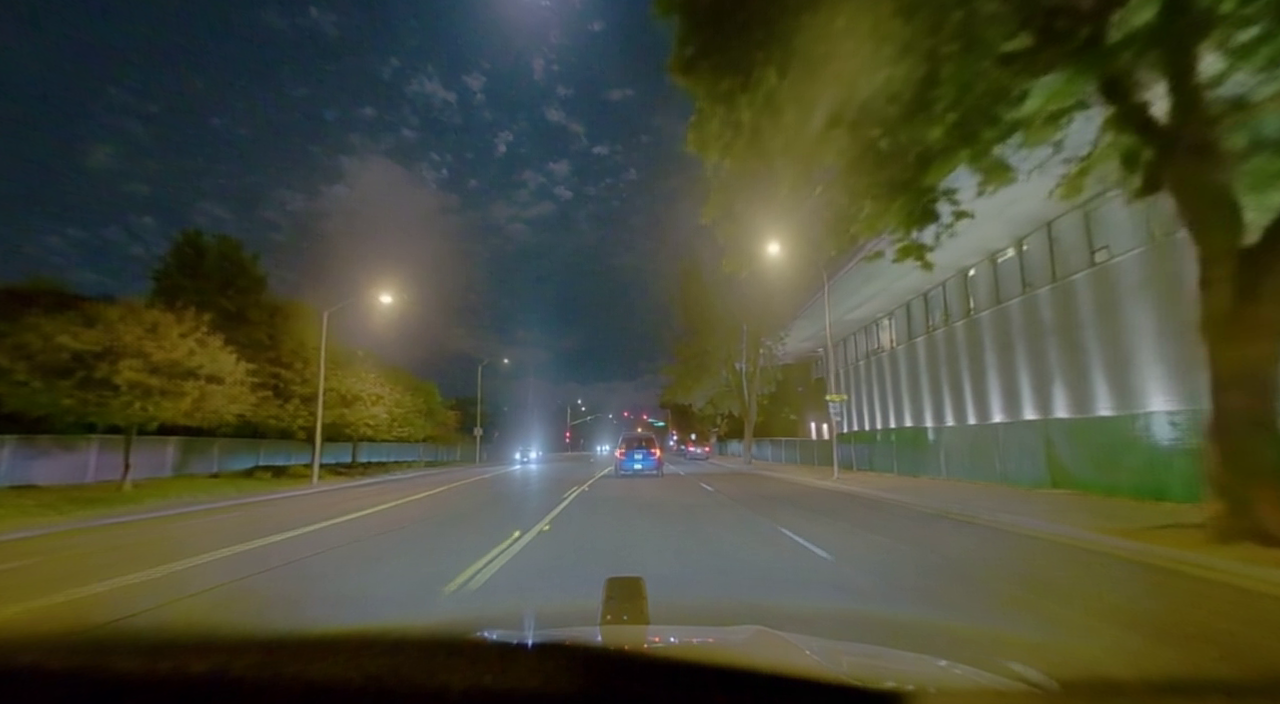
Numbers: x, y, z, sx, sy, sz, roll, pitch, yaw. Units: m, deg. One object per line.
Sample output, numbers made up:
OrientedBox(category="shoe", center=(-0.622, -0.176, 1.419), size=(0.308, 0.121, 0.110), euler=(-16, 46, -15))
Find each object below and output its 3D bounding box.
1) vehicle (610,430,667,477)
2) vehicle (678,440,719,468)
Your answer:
OrientedBox(category="vehicle", center=(-0.066, 4.648, 28.973), size=(2.386, 1.947, 4.168), euler=(0, -9, 0))
OrientedBox(category="vehicle", center=(3.736, 6.662, 41.227), size=(2.138, 1.699, 4.852), euler=(0, -9, -1))
